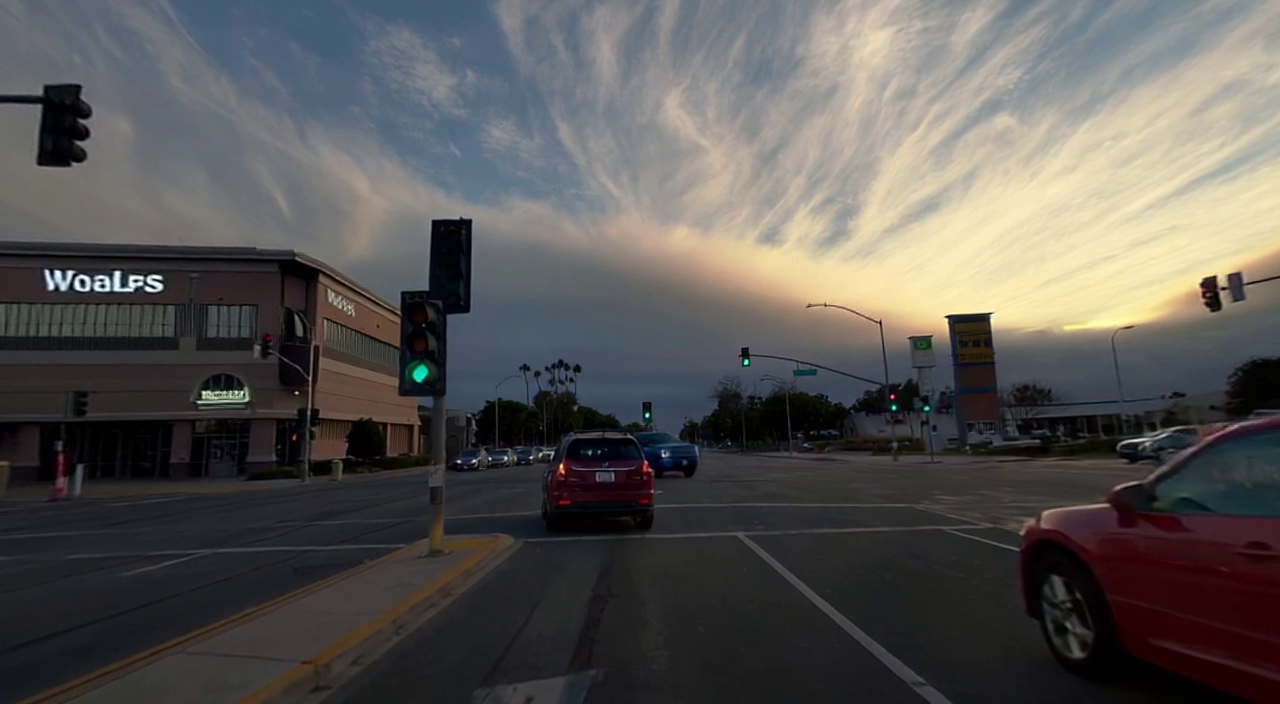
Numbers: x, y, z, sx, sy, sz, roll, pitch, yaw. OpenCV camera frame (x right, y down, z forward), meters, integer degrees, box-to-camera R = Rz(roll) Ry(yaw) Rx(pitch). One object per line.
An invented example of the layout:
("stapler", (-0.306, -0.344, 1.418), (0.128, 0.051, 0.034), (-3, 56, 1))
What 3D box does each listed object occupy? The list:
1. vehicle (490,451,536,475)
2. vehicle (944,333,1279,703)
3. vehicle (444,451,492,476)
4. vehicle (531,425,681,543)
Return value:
("vehicle", (-8.592, 7.539, 43.114), (2.163, 1.529, 4.210), (0, -9, 1))
("vehicle", (3.214, 0.787, 2.238), (2.040, 1.674, 4.455), (0, -9, 0))
("vehicle", (-11.848, 7.695, 43.816), (2.005, 1.596, 4.342), (-1, -9, 1))
("vehicle", (-0.879, 2.357, 12.019), (2.238, 1.762, 4.445), (1, -9, -11))
